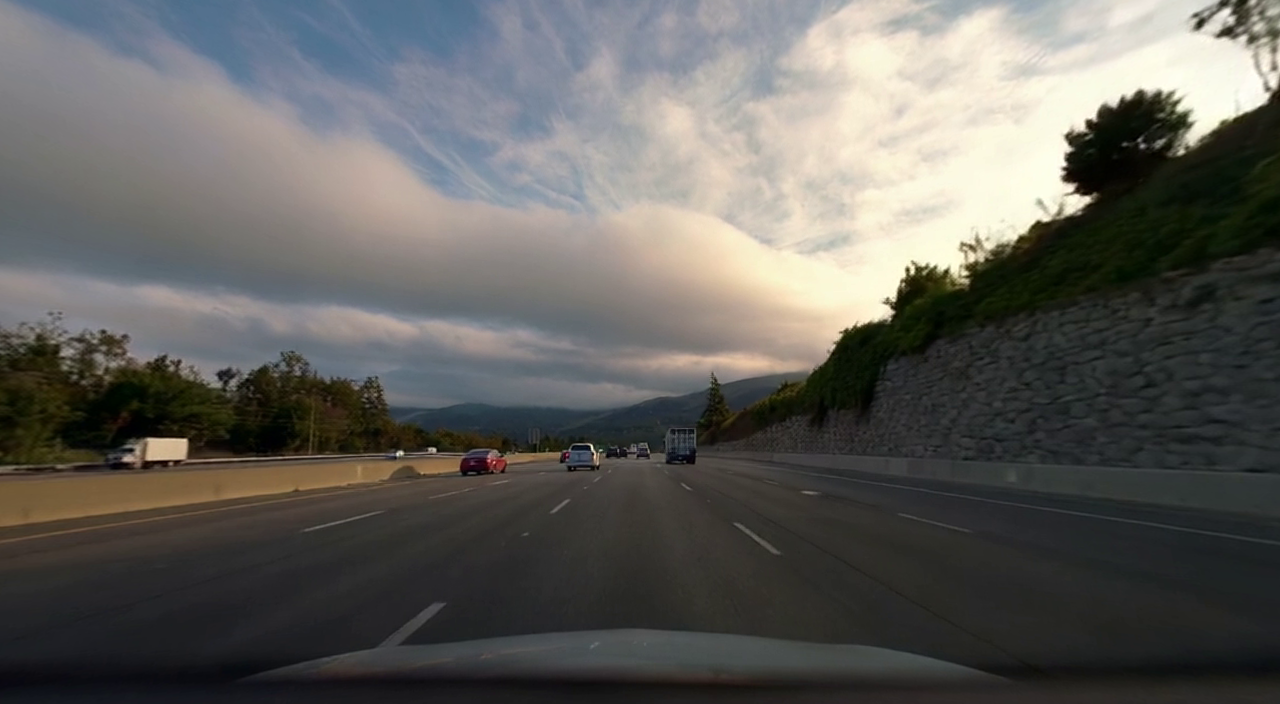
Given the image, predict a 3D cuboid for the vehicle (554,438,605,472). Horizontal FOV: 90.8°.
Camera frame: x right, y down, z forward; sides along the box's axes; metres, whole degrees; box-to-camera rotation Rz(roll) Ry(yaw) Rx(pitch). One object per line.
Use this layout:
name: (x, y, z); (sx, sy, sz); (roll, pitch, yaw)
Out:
vehicle: (-3.859, 6.698, 41.232); (2.720, 2.041, 5.432); (0, -9, 1)

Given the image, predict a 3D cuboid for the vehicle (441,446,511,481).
vehicle: (-7.677, 5.227, 29.996); (2.102, 1.522, 4.394); (0, -9, 0)

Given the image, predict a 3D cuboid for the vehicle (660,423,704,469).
vehicle: (3.082, 7.191, 48.333); (2.795, 3.187, 7.205); (0, -9, 0)
